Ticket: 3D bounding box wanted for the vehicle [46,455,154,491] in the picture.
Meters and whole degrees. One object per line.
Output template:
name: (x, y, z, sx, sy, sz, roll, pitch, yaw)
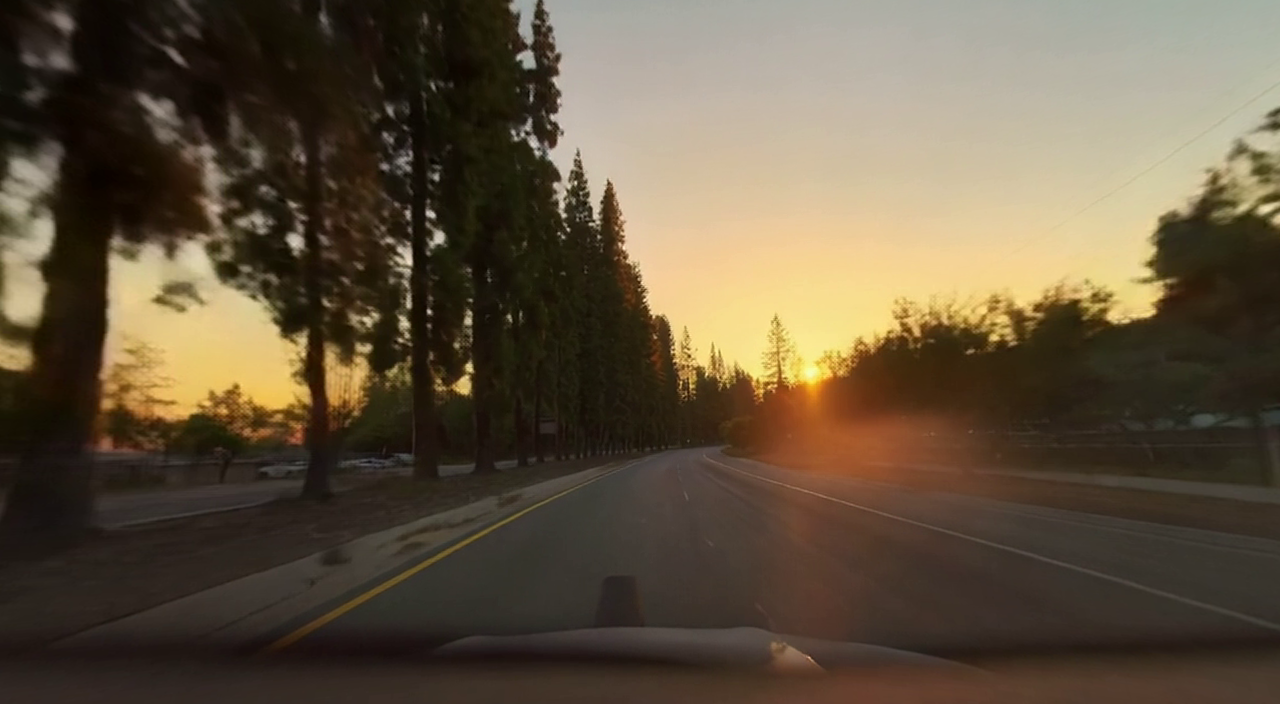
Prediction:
vehicle: (-41.327, 9.234, 48.425, 6.659, 2.408, 2.257, -2, -6, 7)
